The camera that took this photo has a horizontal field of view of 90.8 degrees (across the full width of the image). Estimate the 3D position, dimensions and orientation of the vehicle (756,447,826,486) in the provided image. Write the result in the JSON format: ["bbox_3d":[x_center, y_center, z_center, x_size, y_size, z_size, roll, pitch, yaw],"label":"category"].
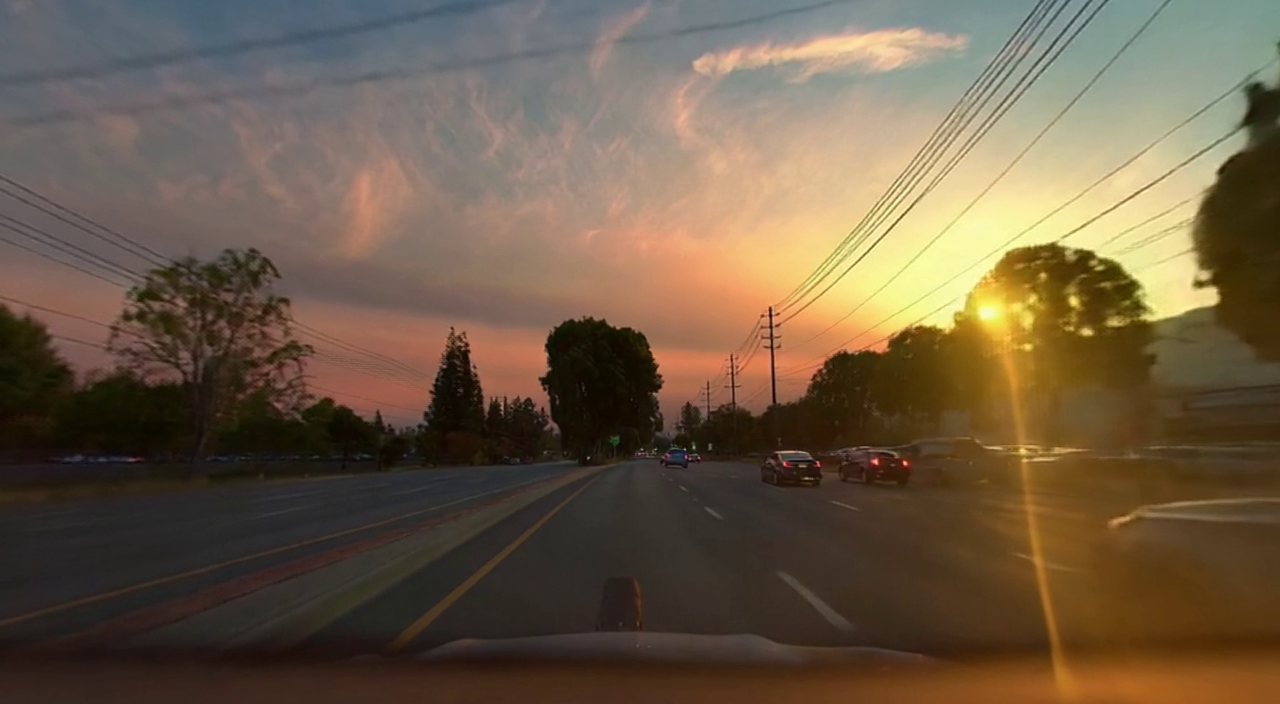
[{"bbox_3d":[6.293,4.808,26.836,1.882,1.476,4.344,0,-8,-1],"label":"vehicle"}]

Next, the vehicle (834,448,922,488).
[{"bbox_3d":[9.873,4.803,26.589,1.874,1.482,4.545,0,-8,-1],"label":"vehicle"}]

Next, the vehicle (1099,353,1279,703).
[{"bbox_3d":[3.257,0.660,0.906,2.078,1.668,4.078,0,-8,0],"label":"vehicle"}]
